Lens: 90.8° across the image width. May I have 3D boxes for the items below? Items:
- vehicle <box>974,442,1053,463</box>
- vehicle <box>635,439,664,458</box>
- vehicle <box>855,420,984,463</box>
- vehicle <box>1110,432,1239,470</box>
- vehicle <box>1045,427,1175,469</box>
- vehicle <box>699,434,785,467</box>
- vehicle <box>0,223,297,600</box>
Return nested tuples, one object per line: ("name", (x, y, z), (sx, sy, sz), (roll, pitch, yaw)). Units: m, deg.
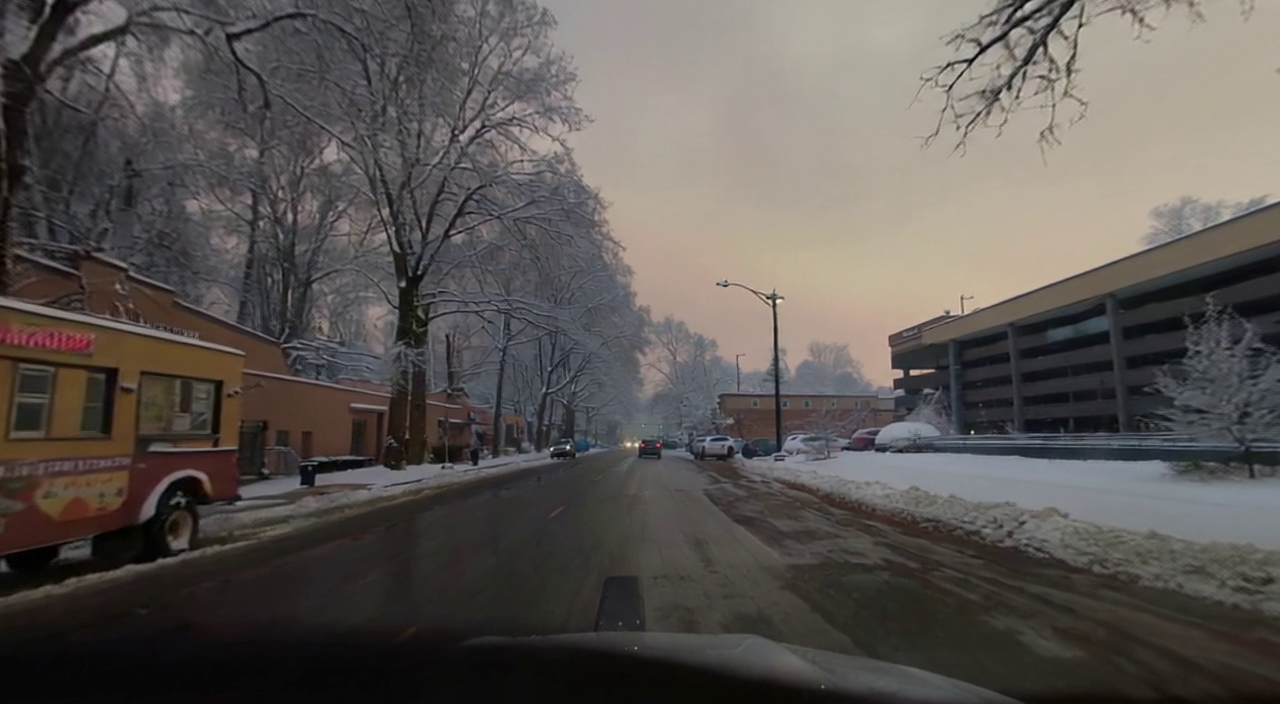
("vehicle", (27.226, 7.339, 46.105), (4.558, 1.452, 1.790), (0, -8, 0))
("vehicle", (0.702, 7.460, 48.858), (2.046, 1.445, 4.001), (0, -8, -2))
("vehicle", (14.324, 4.620, 32.672), (5.540, 2.045, 2.259), (0, -8, -1))
("vehicle", (27.152, 5.043, 32.217), (4.591, 1.808, 2.016), (0, -8, 1))
("vehicle", (26.403, 5.402, 35.633), (5.596, 2.168, 2.307), (2, -8, -3))
("vehicle", (5.812, 5.561, 35.735), (4.626, 1.723, 1.939), (5, -10, -32))
("vehicle", (-7.026, 0.697, 6.576), (2.968, 3.222, 7.036), (-1, -8, -1))
